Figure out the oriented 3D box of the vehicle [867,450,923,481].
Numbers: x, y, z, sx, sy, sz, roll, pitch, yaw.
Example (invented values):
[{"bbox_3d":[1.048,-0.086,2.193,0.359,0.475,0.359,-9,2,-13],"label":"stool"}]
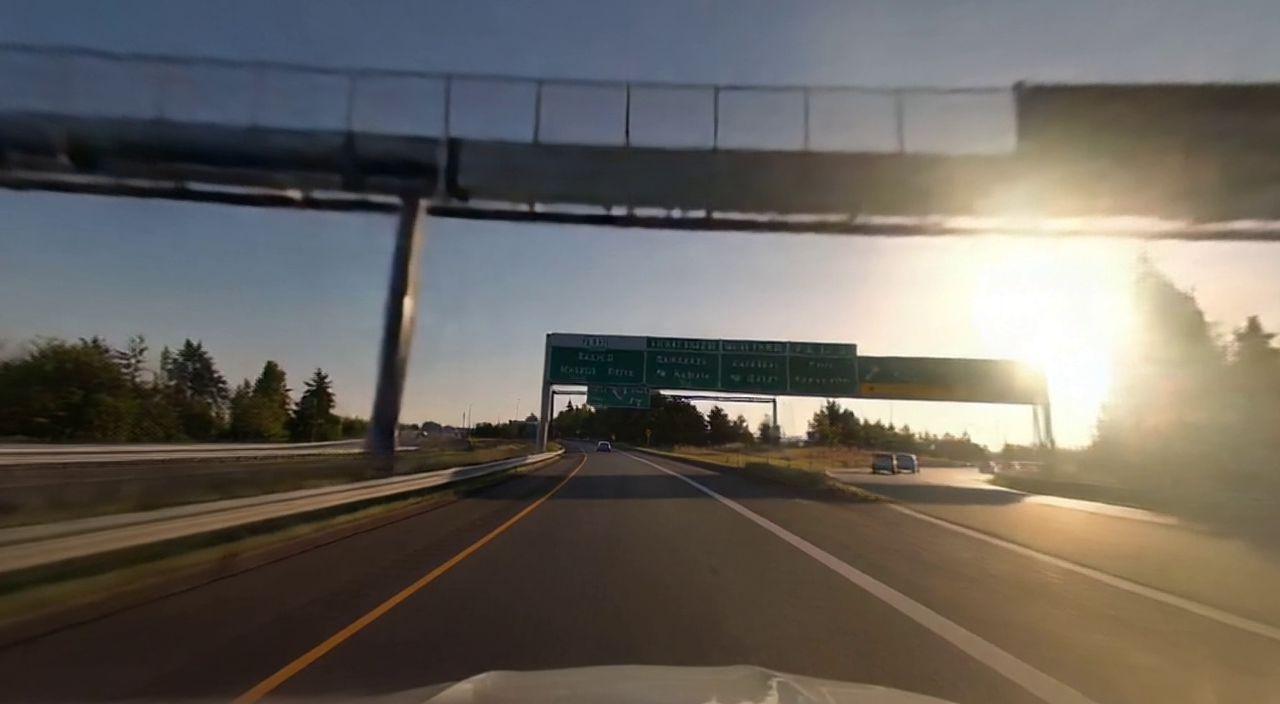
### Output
[{"bbox_3d":[12.852,5.694,31.857,2.129,1.444,3.649,-3,-9,15],"label":"vehicle"}]
